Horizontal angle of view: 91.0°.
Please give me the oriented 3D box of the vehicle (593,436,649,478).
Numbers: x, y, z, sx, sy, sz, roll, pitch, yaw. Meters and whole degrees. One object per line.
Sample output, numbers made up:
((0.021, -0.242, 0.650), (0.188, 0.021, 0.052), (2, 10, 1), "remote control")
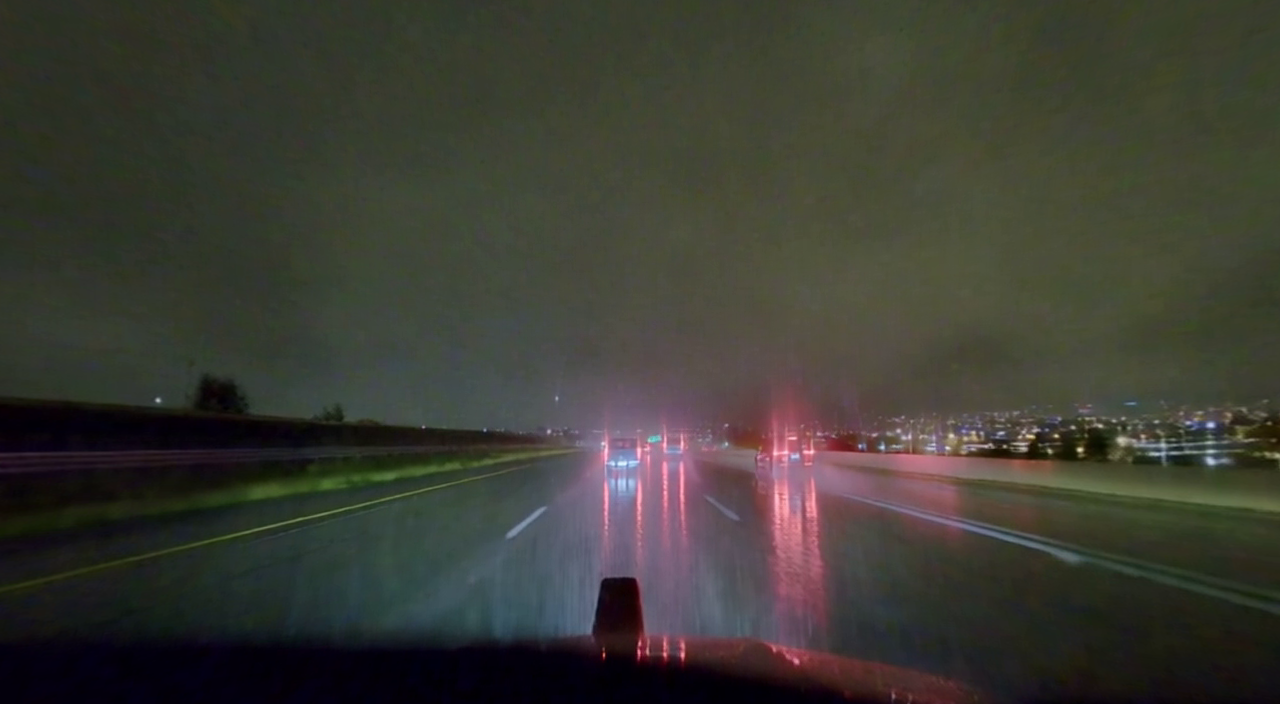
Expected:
((-0.736, 4.334, 26.210), (2.147, 1.576, 3.964), (0, -8, -1), "vehicle")
